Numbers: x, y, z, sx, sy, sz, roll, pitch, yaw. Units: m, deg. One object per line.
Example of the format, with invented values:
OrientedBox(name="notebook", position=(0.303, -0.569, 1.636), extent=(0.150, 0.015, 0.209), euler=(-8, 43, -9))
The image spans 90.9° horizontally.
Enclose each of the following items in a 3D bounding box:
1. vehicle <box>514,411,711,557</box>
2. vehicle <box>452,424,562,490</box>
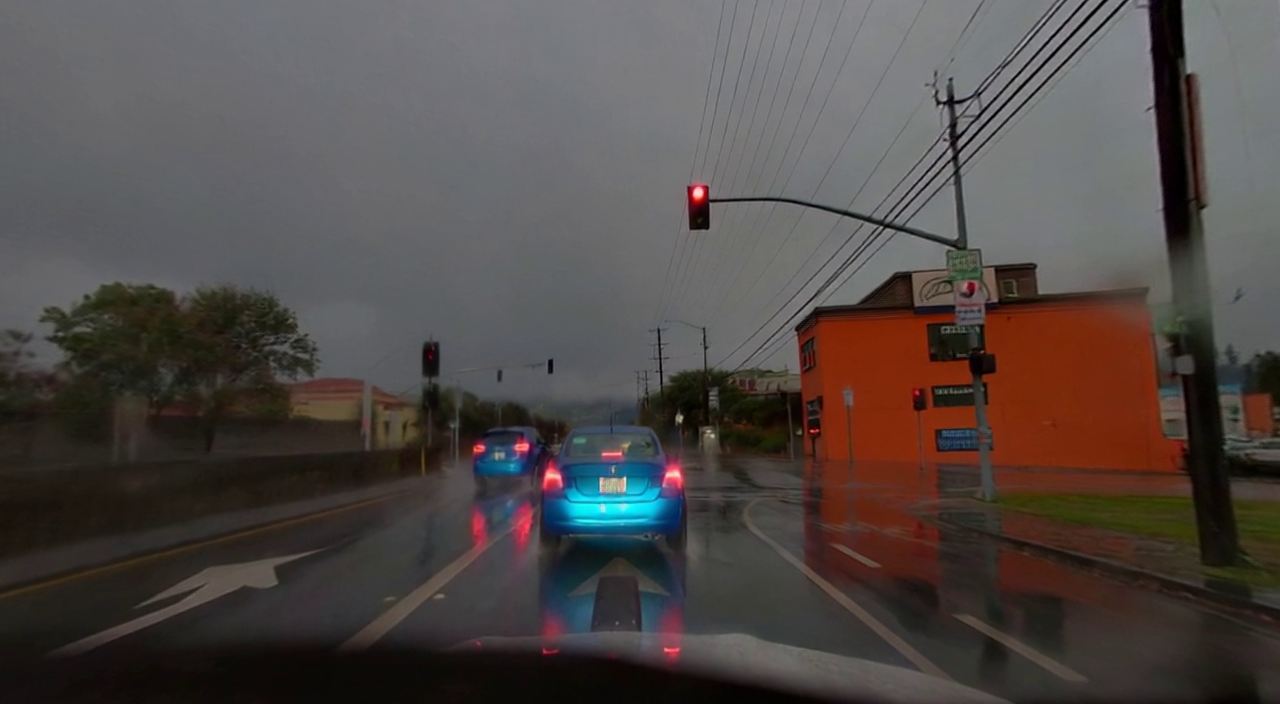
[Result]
OrientedBox(name="vehicle", position=(-0.294, 1.685, 8.721), extent=(2.123, 1.566, 3.662), euler=(0, -8, 0))
OrientedBox(name="vehicle", position=(-3.485, 2.821, 17.389), extent=(2.097, 1.573, 4.284), euler=(0, -8, 0))
